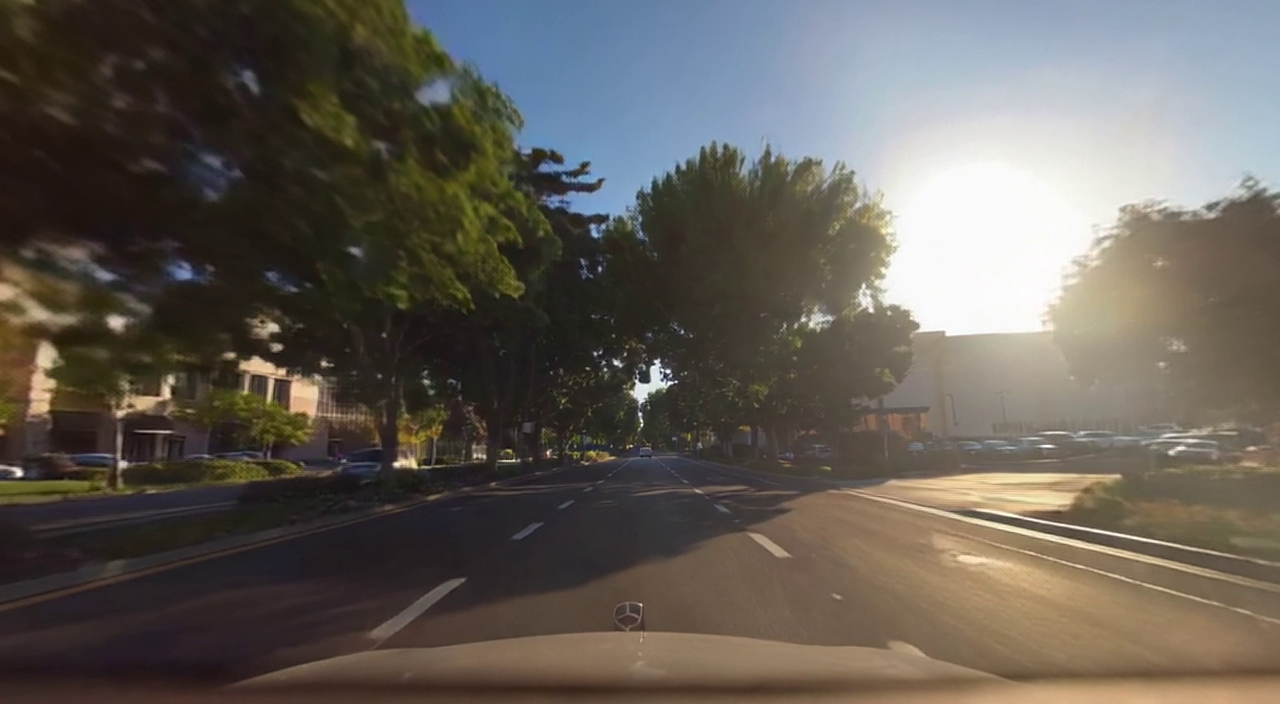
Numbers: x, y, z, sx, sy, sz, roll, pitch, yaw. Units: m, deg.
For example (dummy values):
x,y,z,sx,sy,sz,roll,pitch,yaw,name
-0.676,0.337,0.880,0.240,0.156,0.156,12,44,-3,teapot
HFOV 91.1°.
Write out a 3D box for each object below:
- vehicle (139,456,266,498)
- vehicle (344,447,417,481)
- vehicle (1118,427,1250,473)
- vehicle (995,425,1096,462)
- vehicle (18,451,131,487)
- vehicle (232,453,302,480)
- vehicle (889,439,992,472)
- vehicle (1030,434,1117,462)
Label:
x,y,z,sx,sy,sz,roll,pitch,yaw,name
-19.108,5.433,27.754,2.040,1.609,4.872,0,-9,1,vehicle
-15.638,6.741,38.169,2.266,1.924,5.024,0,-9,1,vehicle
27.023,4.894,31.299,4.569,1.929,2.084,-3,-10,-3,vehicle
29.591,6.723,46.012,5.590,2.528,2.339,-1,-9,2,vehicle
-36.350,7.491,40.585,2.219,2.066,5.369,0,-9,1,vehicle
-28.951,8.881,48.971,2.199,1.859,5.442,0,-9,0,vehicle
17.066,5.913,35.803,4.720,1.769,2.229,0,-9,-4,vehicle
29.556,6.547,42.882,4.342,1.641,1.975,-2,-8,0,vehicle
